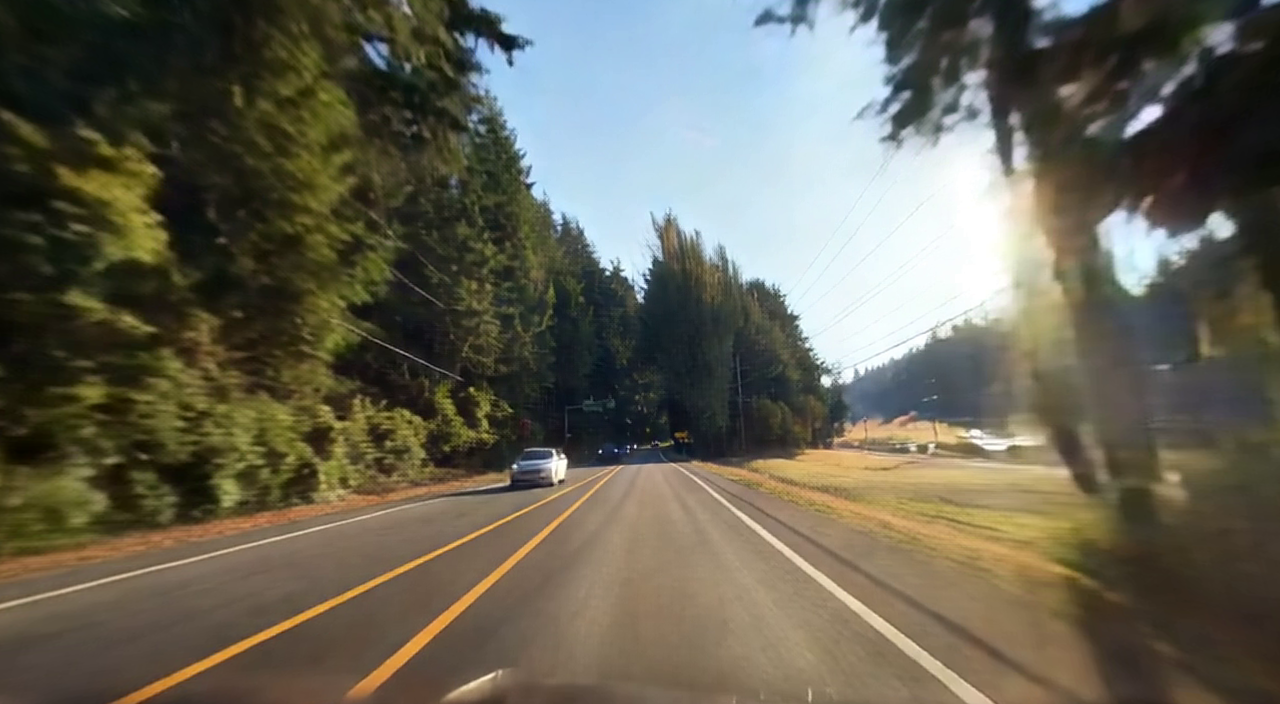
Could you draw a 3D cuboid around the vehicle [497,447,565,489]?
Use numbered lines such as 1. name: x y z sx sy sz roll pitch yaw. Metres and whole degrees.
1. vehicle: -4.111 4.426 24.339 1.816 1.473 3.689 -1 -9 2
